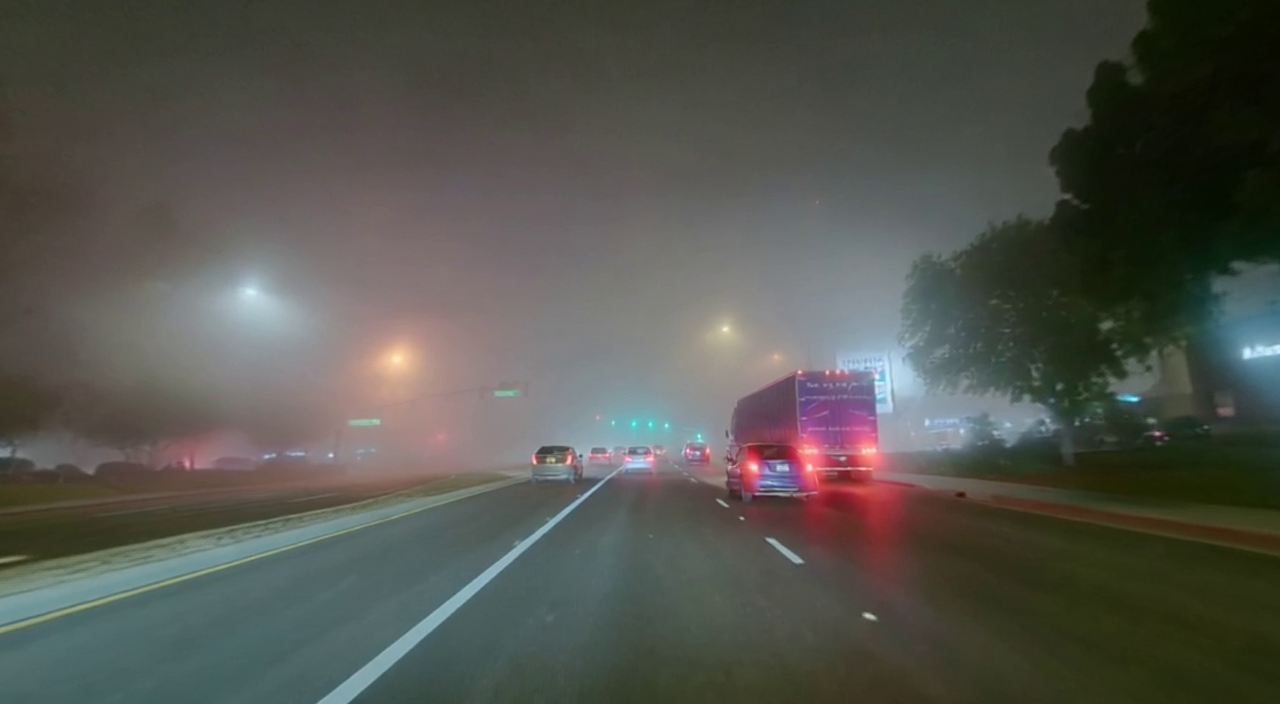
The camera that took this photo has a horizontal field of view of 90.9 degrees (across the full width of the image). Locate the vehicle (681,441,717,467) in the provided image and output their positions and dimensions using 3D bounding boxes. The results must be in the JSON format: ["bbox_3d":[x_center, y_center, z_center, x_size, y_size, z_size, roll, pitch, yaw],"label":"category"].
[{"bbox_3d":[3.915,6.879,42.661,2.050,1.683,3.990,0,-8,0],"label":"vehicle"}]

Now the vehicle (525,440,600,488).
[{"bbox_3d":[-2.639,3.948,22.630,2.003,1.509,4.396,-1,-8,2],"label":"vehicle"}]

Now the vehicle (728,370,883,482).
[{"bbox_3d":[7.568,4.113,32.950,3.383,4.268,17.469,0,-8,0],"label":"vehicle"}]

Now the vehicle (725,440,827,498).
[{"bbox_3d":[3.782,3.308,18.302,1.972,1.452,4.189,0,-8,-1],"label":"vehicle"}]

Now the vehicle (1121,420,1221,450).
[{"bbox_3d":[36.390,5.707,43.269,5.045,1.644,1.906,-3,-8,-2],"label":"vehicle"}]

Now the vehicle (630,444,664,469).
[{"bbox_3d":[0.403,6.678,40.419,2.020,1.461,4.326,0,-8,-1],"label":"vehicle"}]
